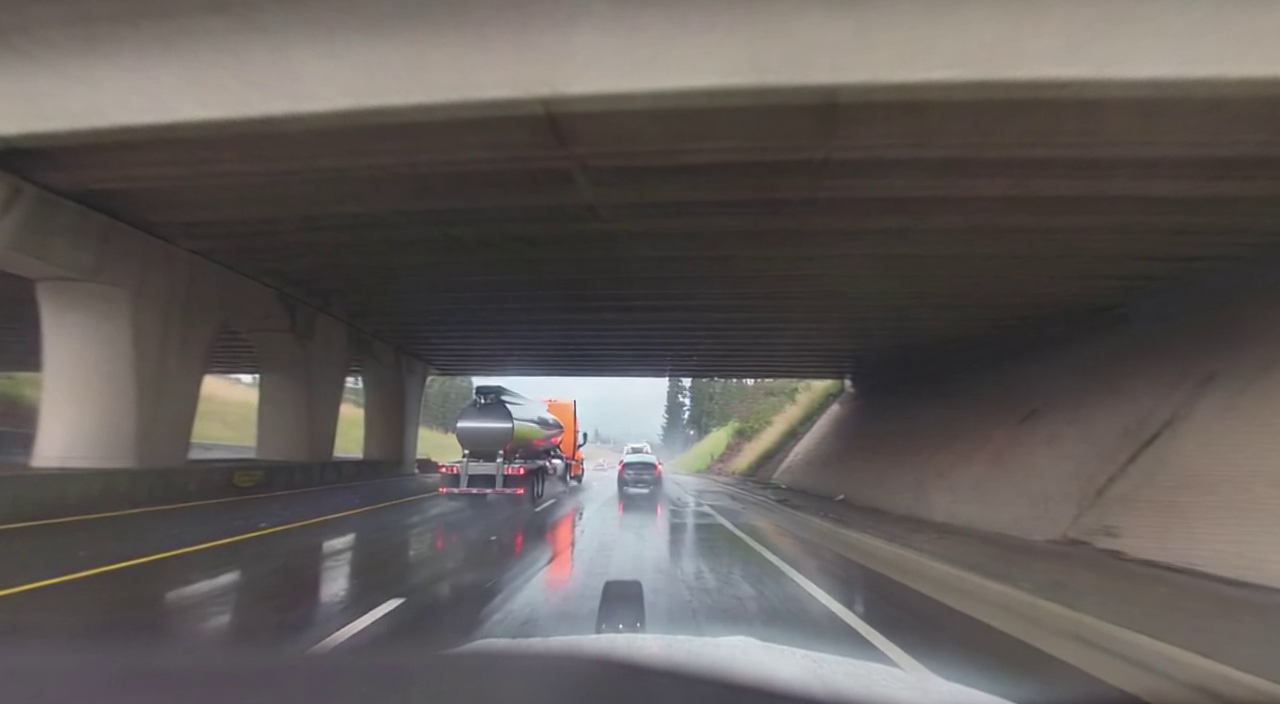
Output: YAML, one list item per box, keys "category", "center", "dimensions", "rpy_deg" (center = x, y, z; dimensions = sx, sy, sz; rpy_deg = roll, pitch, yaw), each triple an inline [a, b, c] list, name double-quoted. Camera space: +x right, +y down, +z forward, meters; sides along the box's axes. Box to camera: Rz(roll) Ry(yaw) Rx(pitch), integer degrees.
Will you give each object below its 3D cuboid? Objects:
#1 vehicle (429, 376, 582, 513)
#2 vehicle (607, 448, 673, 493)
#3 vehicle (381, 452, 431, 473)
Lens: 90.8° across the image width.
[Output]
- category: "vehicle"
  center: [-4.174, 3.514, 23.931]
  dimensions: [2.896, 3.563, 14.643]
  rpy_deg: [0, -9, -1]
- category: "vehicle"
  center: [-0.058, 4.322, 23.416]
  dimensions: [2.215, 1.481, 4.246]
  rpy_deg: [0, -9, -1]
- category: "vehicle"
  center: [-18.069, 8.554, 48.996]
  dimensions: [1.929, 1.523, 4.108]
  rpy_deg: [-1, -9, 5]
